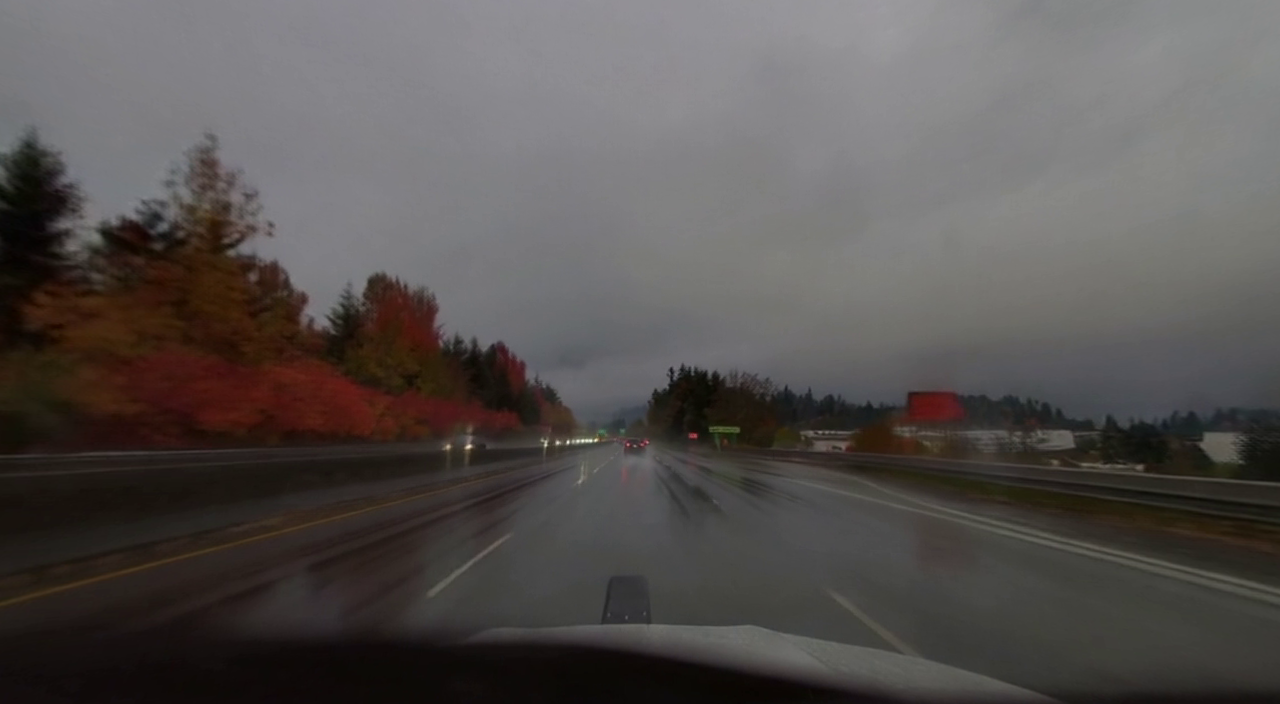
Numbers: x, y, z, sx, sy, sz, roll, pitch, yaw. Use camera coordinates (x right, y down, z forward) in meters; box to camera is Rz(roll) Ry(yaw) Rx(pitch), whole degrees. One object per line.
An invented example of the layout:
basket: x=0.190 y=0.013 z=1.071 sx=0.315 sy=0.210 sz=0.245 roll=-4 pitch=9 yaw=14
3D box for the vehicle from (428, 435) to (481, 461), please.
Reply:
vehicle: x=-11.469 y=5.953 z=39.133 sx=1.904 sy=1.504 sz=4.525 roll=0 pitch=-8 yaw=0
